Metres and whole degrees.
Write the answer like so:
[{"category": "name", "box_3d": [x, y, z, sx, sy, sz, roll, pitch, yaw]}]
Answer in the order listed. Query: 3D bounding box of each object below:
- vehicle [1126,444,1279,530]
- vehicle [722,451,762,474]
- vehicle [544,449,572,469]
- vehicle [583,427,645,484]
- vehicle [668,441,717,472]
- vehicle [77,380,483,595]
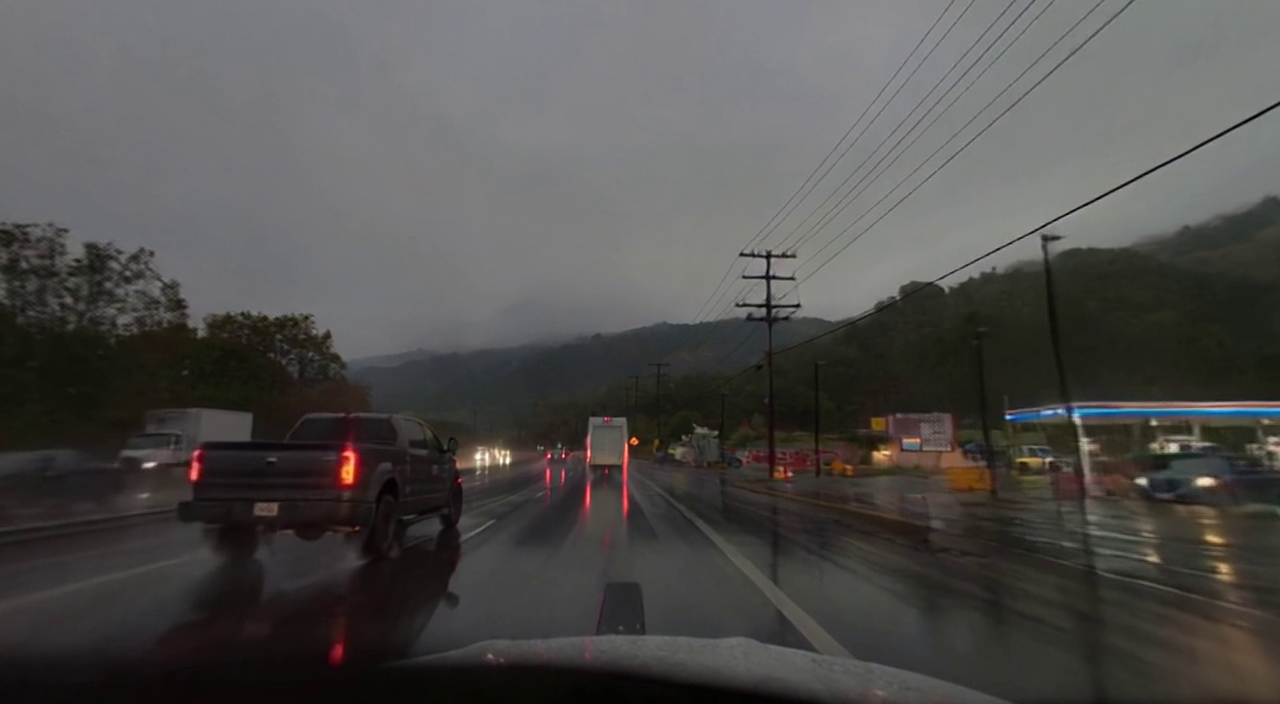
[{"category": "vehicle", "box_3d": [15.197, 3.459, 16.958, 5.331, 1.917, 2.166, 7, -11, -40]}, {"category": "vehicle", "box_3d": [7.392, 8.147, 46.333, 1.933, 1.480, 4.249, 2, -12, -4]}, {"category": "vehicle", "box_3d": [-6.299, 8.235, 48.758, 1.972, 1.496, 4.150, 1, -9, -5]}, {"category": "vehicle", "box_3d": [-1.231, 4.562, 28.096, 2.486, 2.280, 5.291, 1, -9, -4]}, {"category": "vehicle", "box_3d": [3.941, 8.023, 48.728, 2.706, 2.199, 6.527, 1, -9, -5]}, {"category": "vehicle", "box_3d": [-4.080, 1.686, 8.835, 2.345, 2.012, 5.693, 0, -9, -1]}]
